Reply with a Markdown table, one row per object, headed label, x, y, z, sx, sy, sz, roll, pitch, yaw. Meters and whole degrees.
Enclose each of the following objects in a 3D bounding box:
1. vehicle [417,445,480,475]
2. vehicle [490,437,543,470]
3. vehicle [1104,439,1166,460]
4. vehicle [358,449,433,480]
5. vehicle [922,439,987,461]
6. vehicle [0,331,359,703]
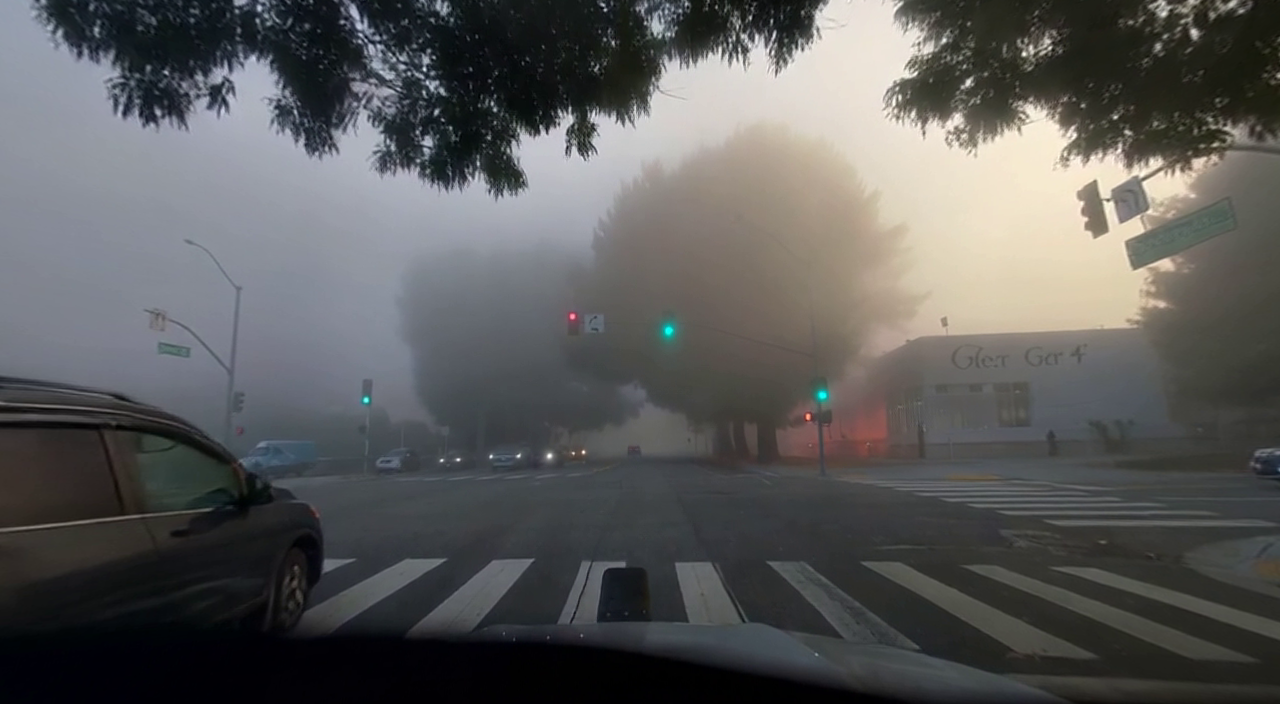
| label | x | y | z | sx | sy | sz | roll | pitch | yaw |
| --- | --- | --- | --- | --- | --- | --- | --- | --- | --- |
| vehicle | -10.638 | 6.009 | 35.399 | 2.041 | 1.548 | 4.868 | 0 | -8 | 0 |
| vehicle | -7.177 | 5.949 | 37.182 | 2.081 | 1.818 | 4.782 | 0 | -8 | 1 |
| vehicle | 38.477 | 7.594 | 49.172 | 1.837 | 1.514 | 4.786 | -2 | -8 | 13 |
| vehicle | -13.063 | 6.013 | 34.079 | 2.011 | 1.480 | 4.747 | 0 | -8 | 2 |
| vehicle | 21.482 | 6.691 | 43.067 | 3.576 | 1.425 | 1.702 | 2 | -8 | -11 |
| vehicle | -3.691 | 1.030 | 3.974 | 2.000 | 1.789 | 4.638 | 1 | -8 | -5 |
